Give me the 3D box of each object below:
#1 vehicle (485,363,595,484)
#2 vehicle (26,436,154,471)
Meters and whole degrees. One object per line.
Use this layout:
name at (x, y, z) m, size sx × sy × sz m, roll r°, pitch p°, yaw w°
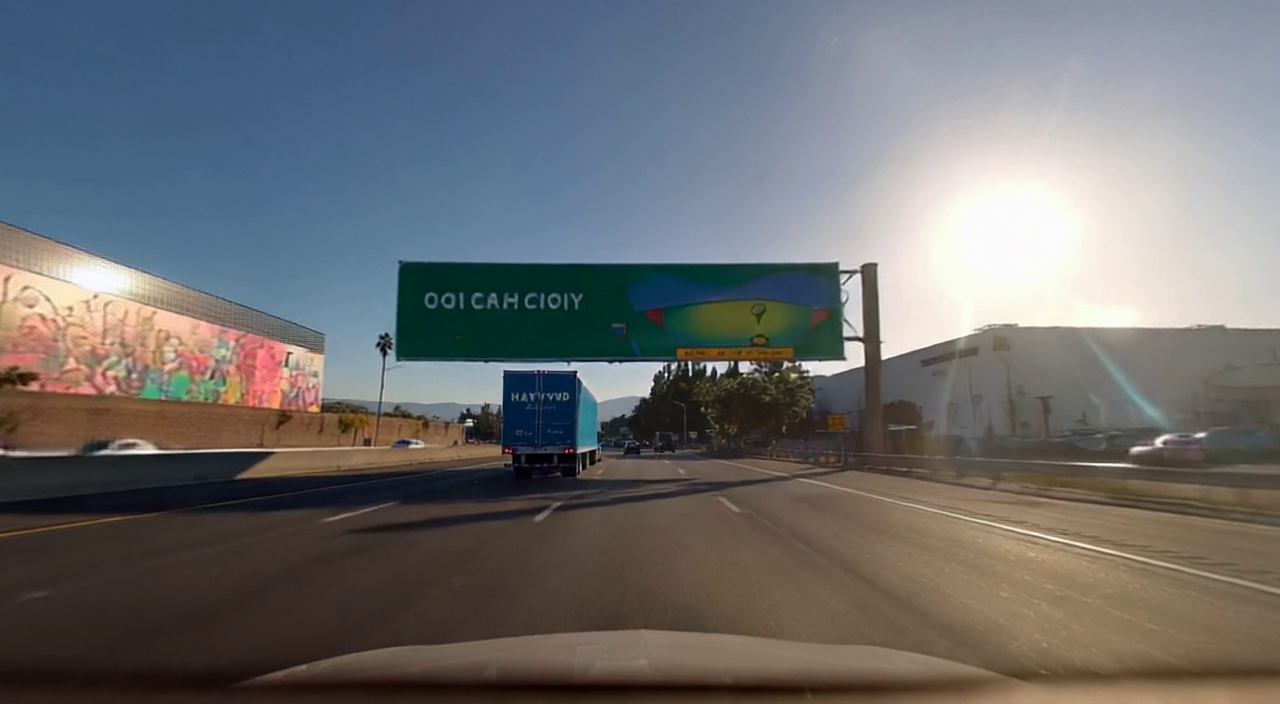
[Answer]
vehicle at (-3.746, 2.946, 26.142) m, size 2.977 × 4.048 × 8.890 m, roll 2°, pitch -6°, yaw 0°
vehicle at (-25.821, 4.779, 29.888) m, size 1.807 × 1.531 × 4.576 m, roll 0°, pitch -8°, yaw 2°
